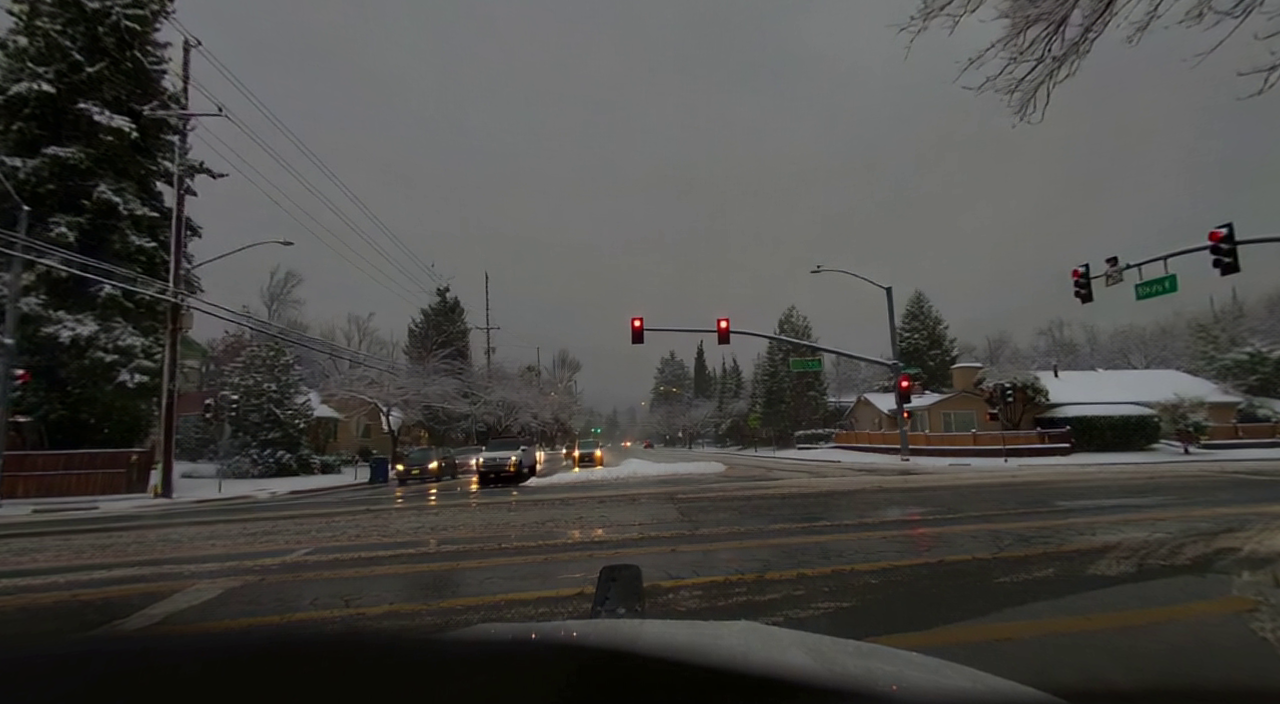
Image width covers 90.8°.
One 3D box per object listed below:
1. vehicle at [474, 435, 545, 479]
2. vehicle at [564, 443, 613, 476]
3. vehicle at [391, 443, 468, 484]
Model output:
[{"bbox_3d":[-6.401,5.234,31.773,2.479,1.977,5.254,0,-9,-1],"label":"vehicle"},{"bbox_3d":[-2.413,5.218,30.934,2.174,1.477,4.805,0,-9,-2],"label":"vehicle"},{"bbox_3d":[-10.176,5.389,30.977,2.241,1.819,4.690,0,-9,-1],"label":"vehicle"}]
